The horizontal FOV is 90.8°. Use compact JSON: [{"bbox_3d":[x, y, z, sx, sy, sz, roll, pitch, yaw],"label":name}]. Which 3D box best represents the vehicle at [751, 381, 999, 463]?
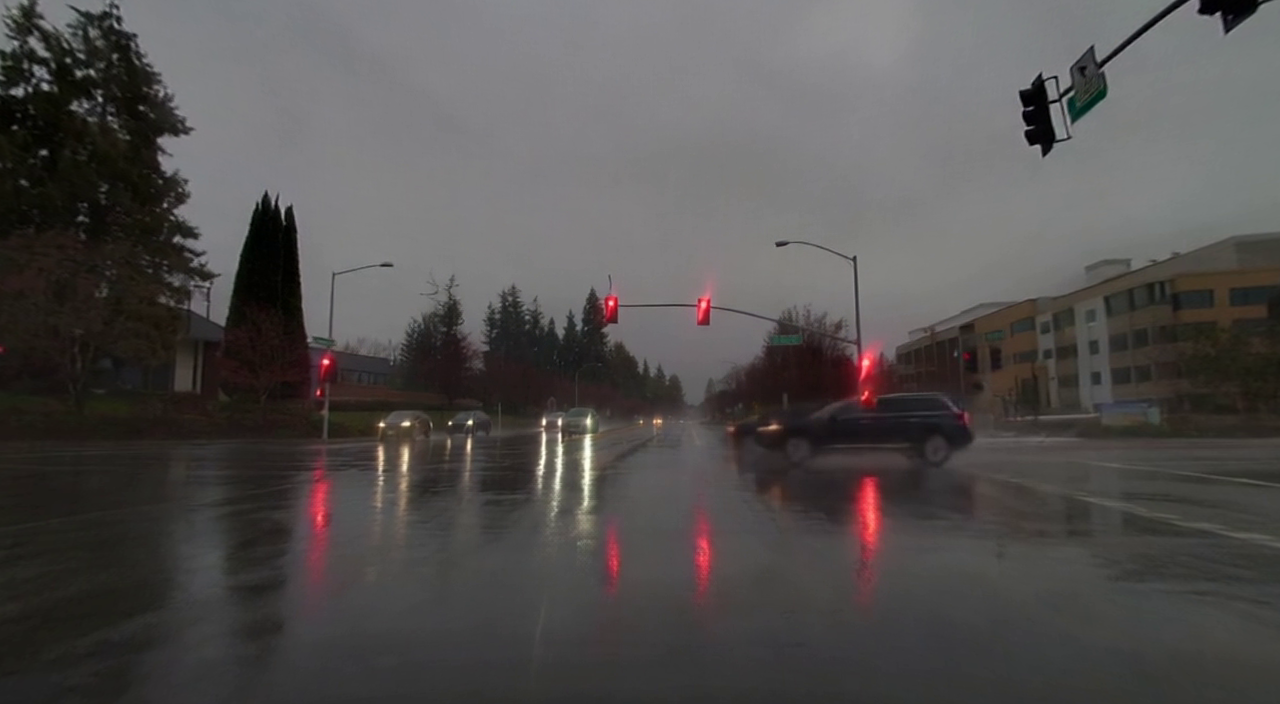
[{"bbox_3d":[5.666,1.813,15.951,5.383,1.870,2.203,-1,-9,3],"label":"vehicle"}]

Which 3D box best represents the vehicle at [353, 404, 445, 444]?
[{"bbox_3d":[-12.416,3.865,33.024,2.340,1.902,4.920,-1,-9,8],"label":"vehicle"}]

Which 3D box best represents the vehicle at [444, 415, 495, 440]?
[{"bbox_3d":[-11.139,5.001,41.487,1.899,1.510,4.294,-1,-9,4],"label":"vehicle"}]

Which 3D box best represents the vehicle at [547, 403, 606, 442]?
[{"bbox_3d":[-3.314,3.933,34.344,2.306,1.907,5.382,-1,-9,4],"label":"vehicle"}]
